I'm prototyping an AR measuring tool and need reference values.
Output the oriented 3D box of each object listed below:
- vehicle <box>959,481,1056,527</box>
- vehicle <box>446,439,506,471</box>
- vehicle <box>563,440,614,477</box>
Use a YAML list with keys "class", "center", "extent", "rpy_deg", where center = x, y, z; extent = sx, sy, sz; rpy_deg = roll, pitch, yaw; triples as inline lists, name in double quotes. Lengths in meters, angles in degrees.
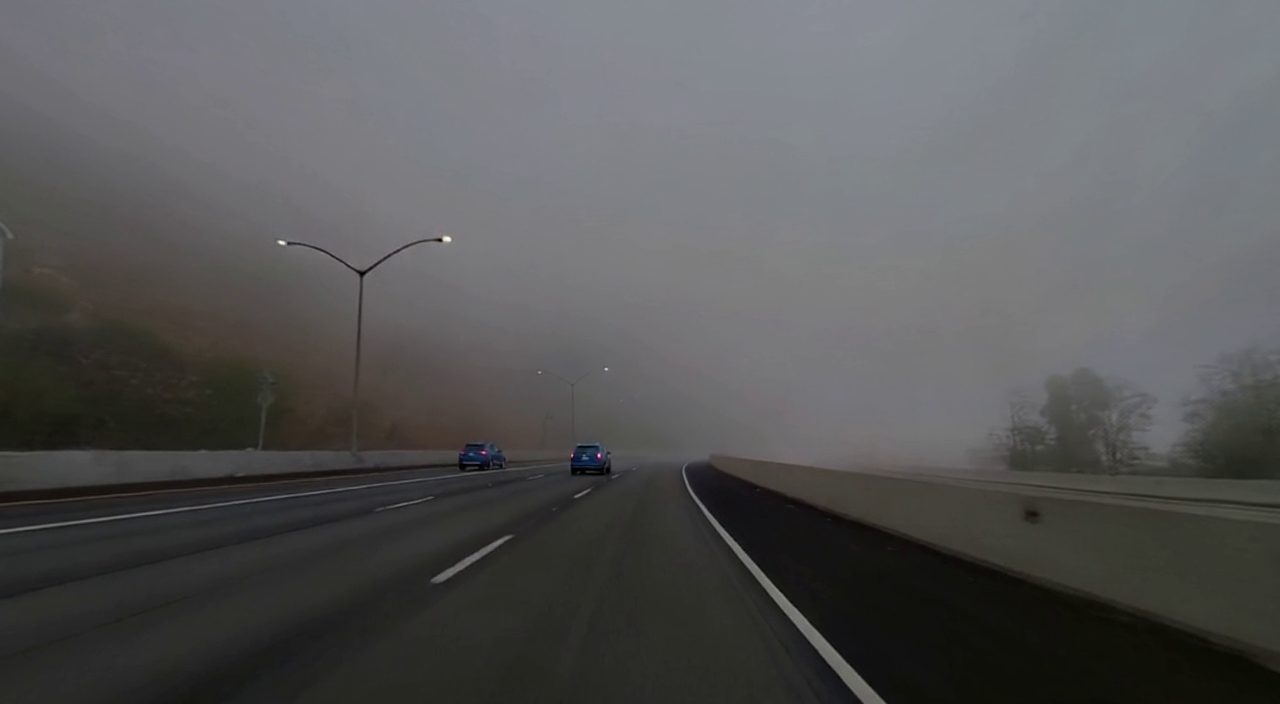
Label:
- class: "vehicle"
  center: [24.303, 10.038, 42.102]
  extent: [2.775, 2.408, 6.139]
  rpy_deg: [0, -8, 0]
- class: "vehicle"
  center: [-9.634, 6.084, 37.433]
  extent: [2.039, 1.746, 4.528]
  rpy_deg: [-1, -8, 5]
- class: "vehicle"
  center: [-2.584, 5.518, 32.883]
  extent: [2.028, 1.782, 4.150]
  rpy_deg: [-1, -8, 4]
